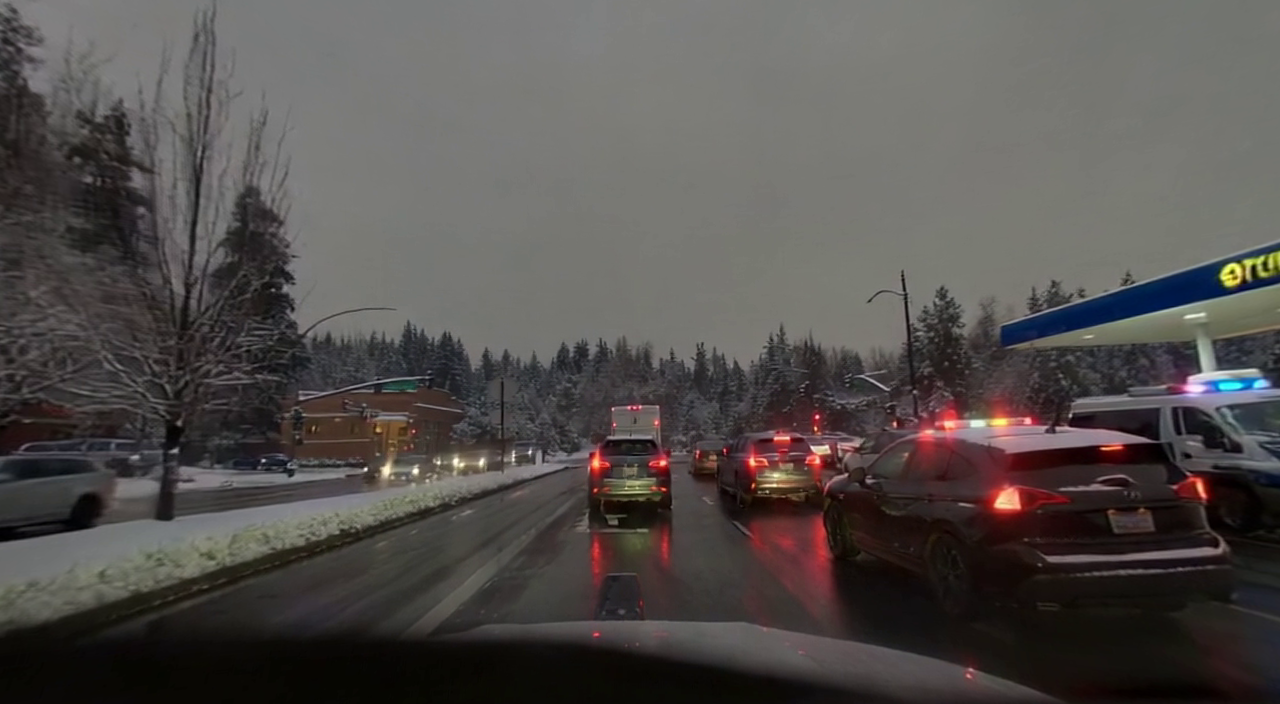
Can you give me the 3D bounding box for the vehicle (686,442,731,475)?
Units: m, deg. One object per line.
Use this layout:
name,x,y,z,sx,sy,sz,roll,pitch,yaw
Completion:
vehicle,3.345,5.311,31.575,1.812,1.518,3.840,0,-9,0

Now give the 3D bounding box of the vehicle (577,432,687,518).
vehicle,-0.179,2.653,14.075,2.106,1.613,3.697,0,-9,-1

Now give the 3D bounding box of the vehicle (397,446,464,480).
vehicle,-11.352,6.028,34.656,2.083,1.719,4.497,-1,-9,1

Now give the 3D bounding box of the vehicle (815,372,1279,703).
vehicle,3.242,1.272,5.314,2.056,1.700,4.399,0,-9,-3

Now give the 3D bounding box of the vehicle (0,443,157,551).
vehicle,-11.061,2.404,10.715,2.055,1.663,4.637,0,-9,0

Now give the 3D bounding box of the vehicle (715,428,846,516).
vehicle,2.980,2.650,14.399,1.995,1.677,4.106,0,-9,-1
